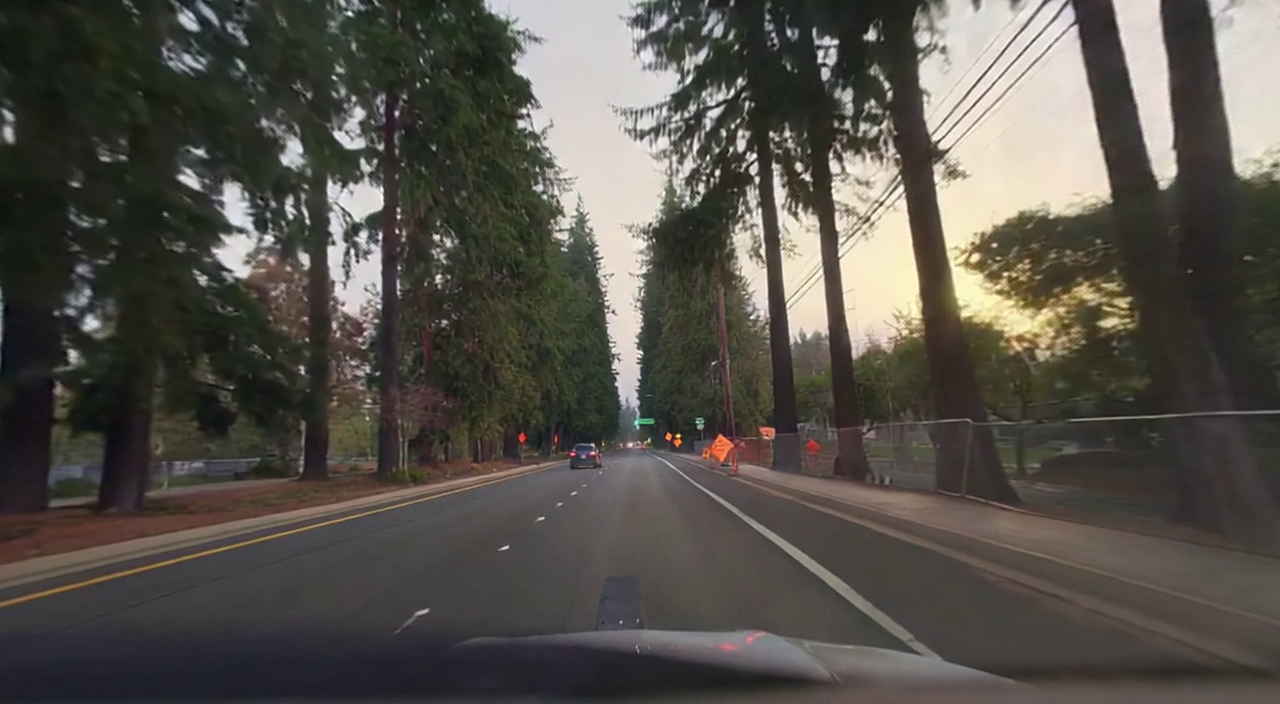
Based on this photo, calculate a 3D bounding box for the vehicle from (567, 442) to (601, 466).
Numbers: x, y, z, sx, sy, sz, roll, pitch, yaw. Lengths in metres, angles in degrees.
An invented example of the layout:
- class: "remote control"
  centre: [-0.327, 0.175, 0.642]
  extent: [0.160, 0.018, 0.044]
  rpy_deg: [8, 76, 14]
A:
- class: "vehicle"
  centre: [-3.891, 7.180, 44.669]
  extent: [1.992, 1.608, 3.868]
  rpy_deg: [0, -8, 0]
